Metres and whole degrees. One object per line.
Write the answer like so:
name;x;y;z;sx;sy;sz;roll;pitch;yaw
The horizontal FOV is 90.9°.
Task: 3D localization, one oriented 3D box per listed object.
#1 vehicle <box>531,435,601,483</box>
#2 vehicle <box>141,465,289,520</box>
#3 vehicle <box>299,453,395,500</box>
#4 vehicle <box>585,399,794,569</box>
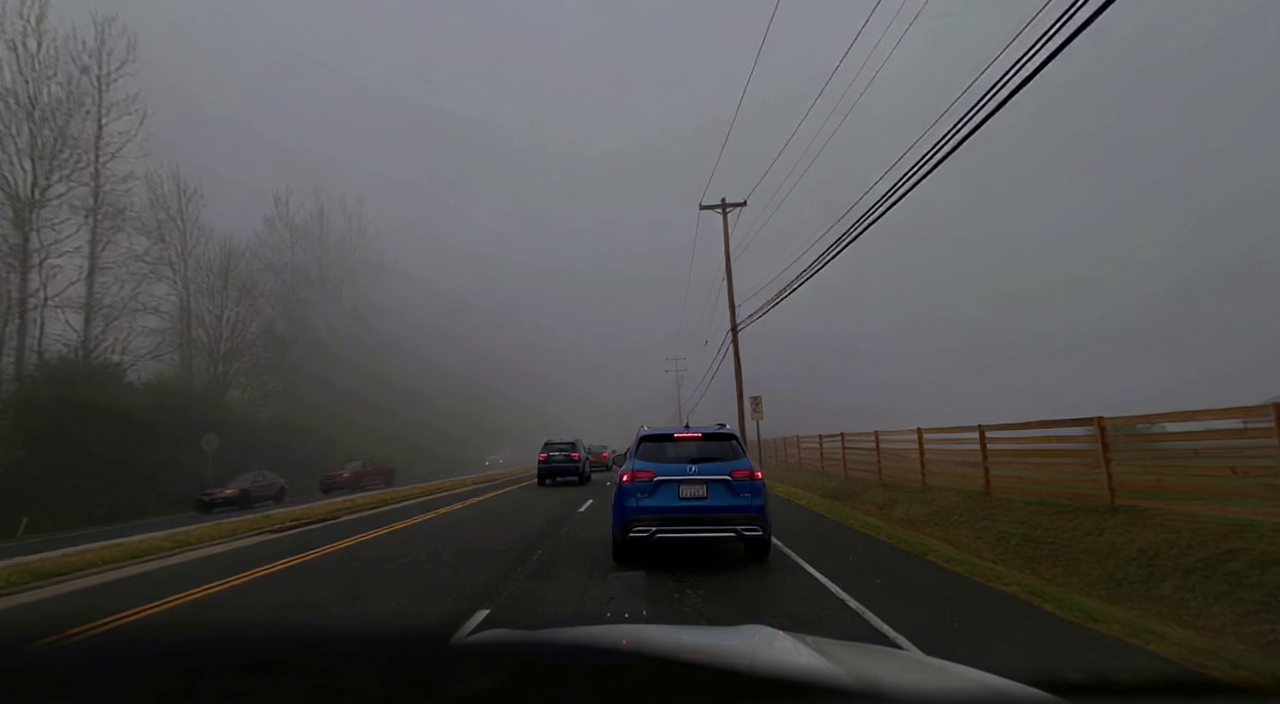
vehicle;-2.710;4.058;24.150;2.037;1.639;4.213;0;-9;2
vehicle;-14.806;4.884;22.351;2.024;1.467;4.584;-3;-9;1
vehicle;-11.559;4.898;25.176;1.893;1.662;3.966;0;-9;0
vehicle;0.491;1.680;8.683;2.174;1.749;4.113;0;-9;-1
